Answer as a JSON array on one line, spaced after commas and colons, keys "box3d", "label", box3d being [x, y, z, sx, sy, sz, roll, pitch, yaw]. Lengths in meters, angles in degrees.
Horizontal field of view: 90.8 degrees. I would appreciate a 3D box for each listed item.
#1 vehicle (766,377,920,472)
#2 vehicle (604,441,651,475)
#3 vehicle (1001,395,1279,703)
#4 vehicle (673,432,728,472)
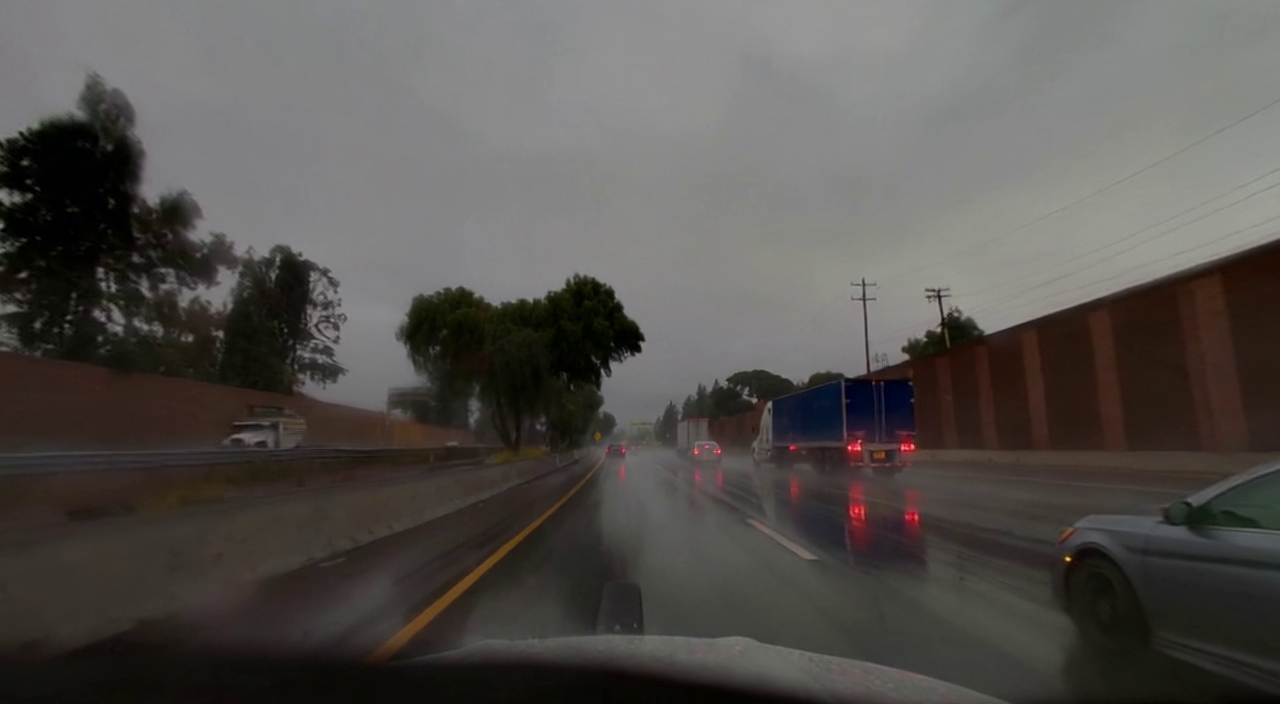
[{"box3d": [10.420, 4.295, 35.358, 2.914, 4.134, 15.553, 0, -8, -2], "label": "vehicle"}, {"box3d": [-0.619, 4.951, 29.746, 2.083, 1.477, 3.965, 0, -8, -2], "label": "vehicle"}, {"box3d": [3.509, 0.873, 2.267, 1.922, 1.465, 4.165, 0, -8, -1], "label": "vehicle"}, {"box3d": [2.959, 5.061, 32.065, 2.114, 1.849, 4.692, 0, -8, -3], "label": "vehicle"}]
